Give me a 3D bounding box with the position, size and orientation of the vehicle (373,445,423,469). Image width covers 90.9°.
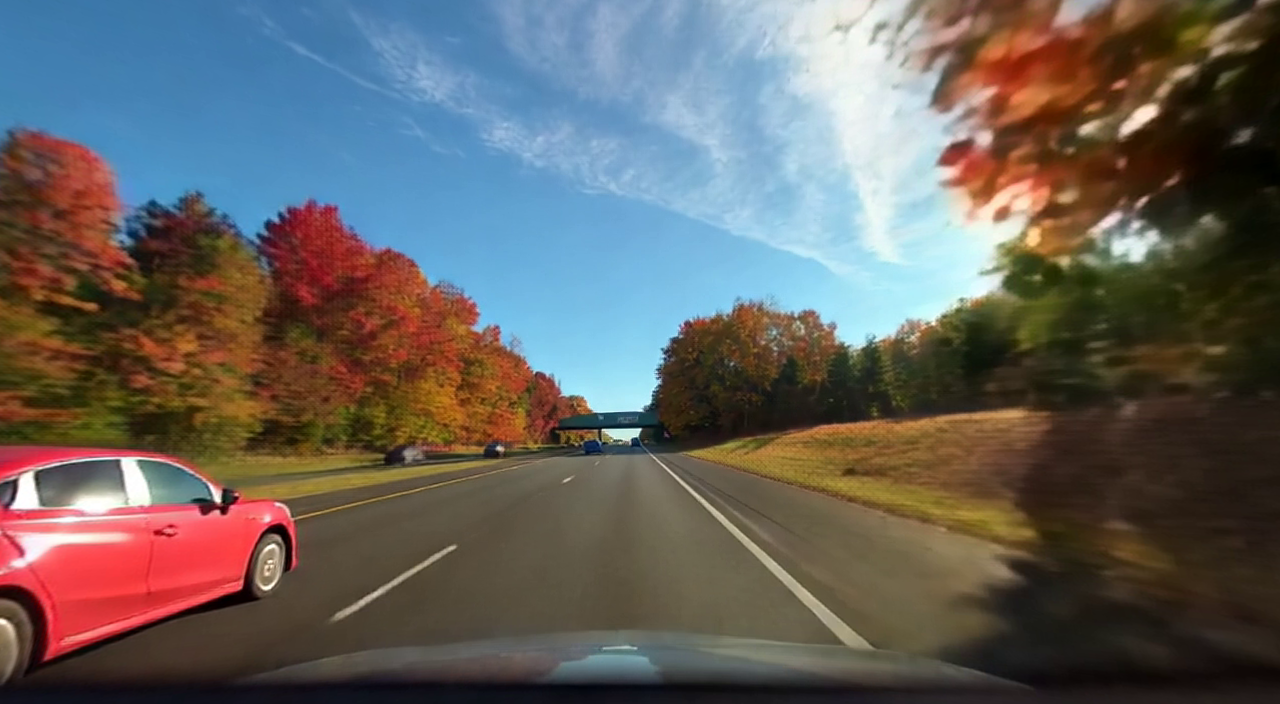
[{"bbox_3d":[-15.923,6.892,41.617,1.757,1.474,3.876,0,-8,0],"label":"vehicle"}]
